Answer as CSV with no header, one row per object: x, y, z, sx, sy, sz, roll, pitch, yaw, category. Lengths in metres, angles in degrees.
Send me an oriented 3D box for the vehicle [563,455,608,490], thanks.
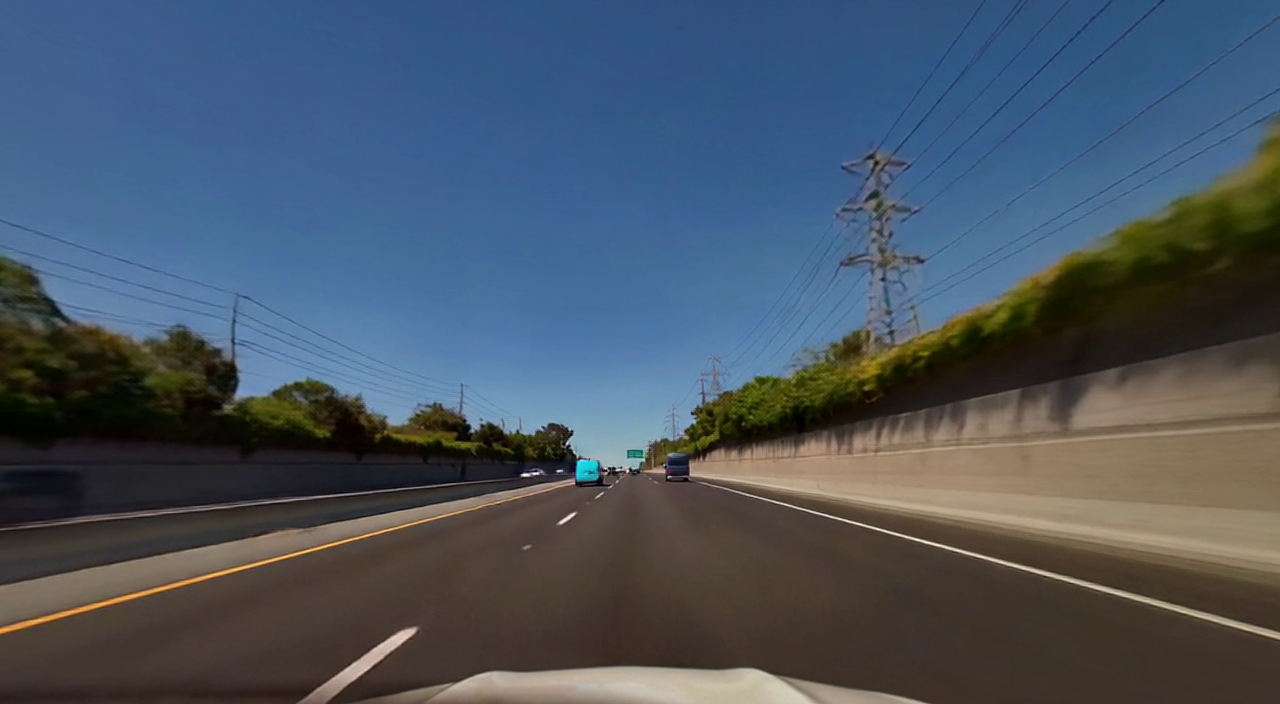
-3.345,7.529,39.555,2.324,2.008,4.654,1,-11,0,vehicle
